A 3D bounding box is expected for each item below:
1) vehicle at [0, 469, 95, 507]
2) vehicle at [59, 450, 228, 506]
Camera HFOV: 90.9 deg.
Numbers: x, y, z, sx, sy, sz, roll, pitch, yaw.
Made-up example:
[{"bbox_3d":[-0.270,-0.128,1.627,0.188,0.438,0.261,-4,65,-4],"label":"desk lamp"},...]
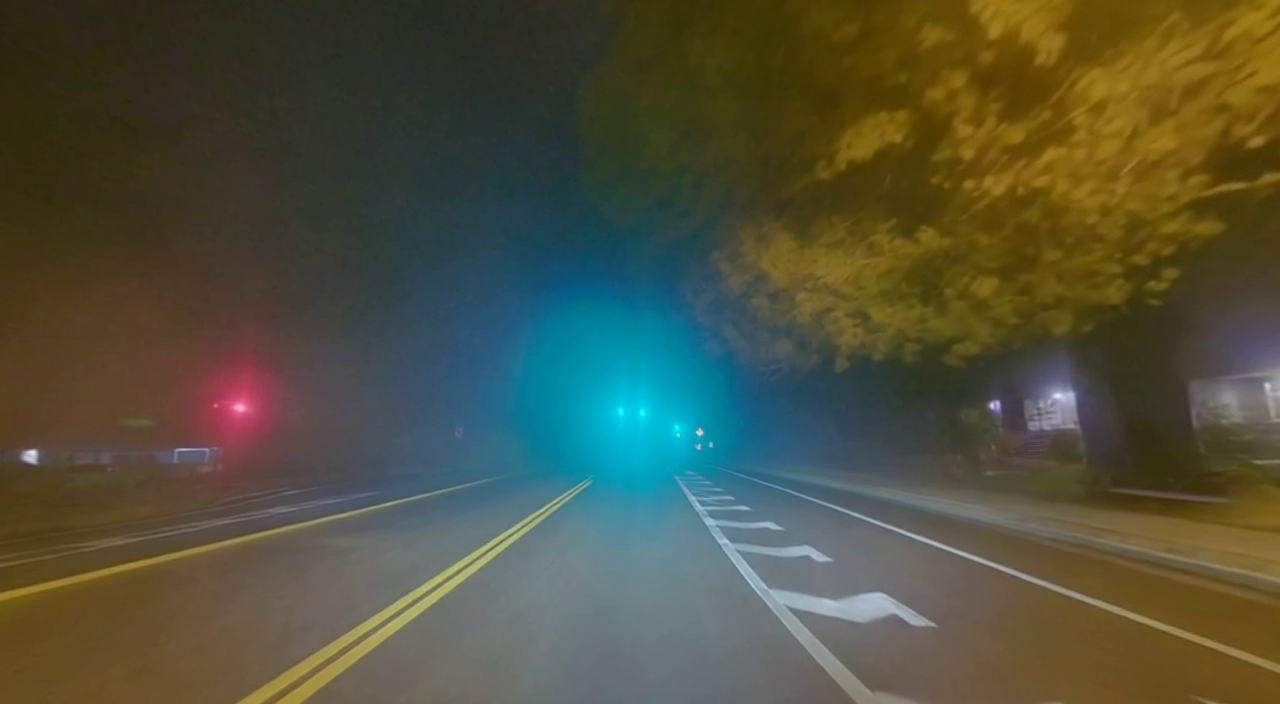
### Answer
[{"bbox_3d":[-27.763,6.048,28.150,4.696,1.518,2.224,0,-8,-2],"label":"vehicle"},{"bbox_3d":[-21.929,5.557,27.986,5.841,1.902,2.244,-5,-9,4],"label":"vehicle"}]
